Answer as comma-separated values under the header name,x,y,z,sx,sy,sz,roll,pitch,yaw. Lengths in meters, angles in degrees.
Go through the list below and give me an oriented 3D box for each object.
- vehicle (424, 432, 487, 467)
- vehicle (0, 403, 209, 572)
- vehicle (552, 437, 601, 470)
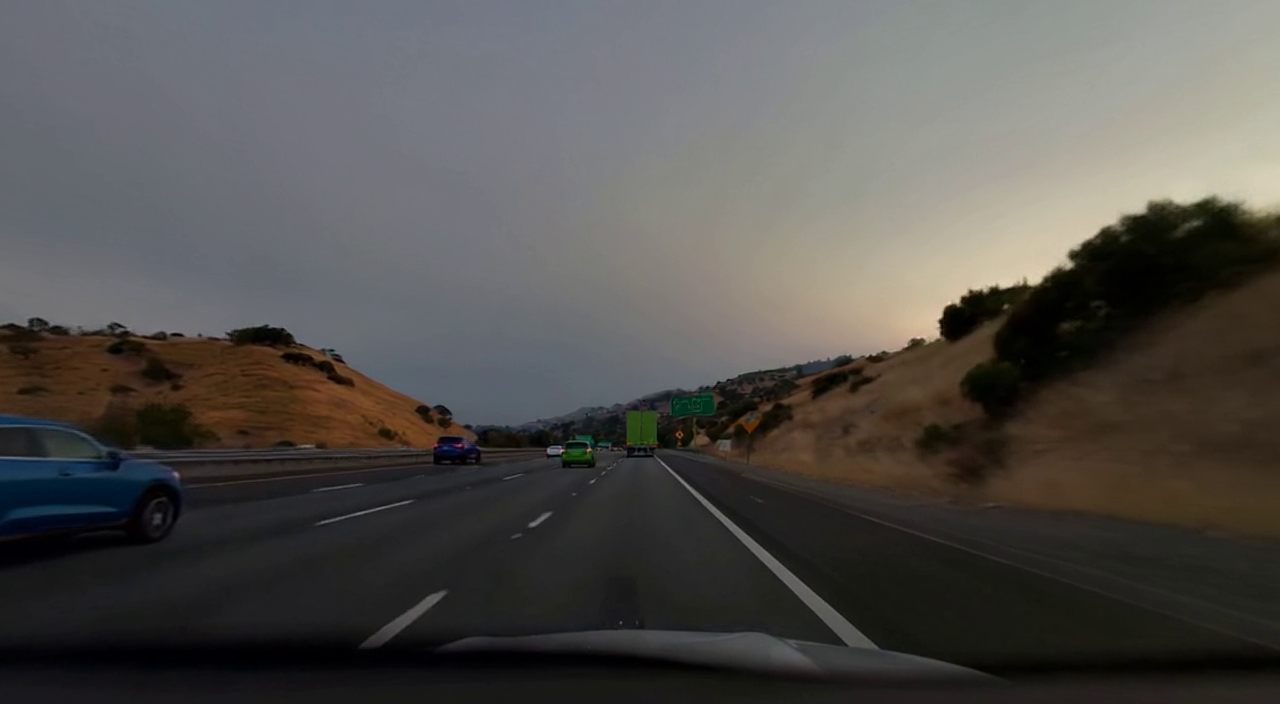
name,x,y,z,sx,sy,sz,roll,pitch,yaw
vehicle,-10.817,5.743,37.307,2.111,1.906,5.028,0,-9,1
vehicle,-7.474,1.427,6.842,2.098,1.678,4.822,0,-9,0
vehicle,-3.540,5.747,35.907,2.194,1.725,4.698,0,-9,1
